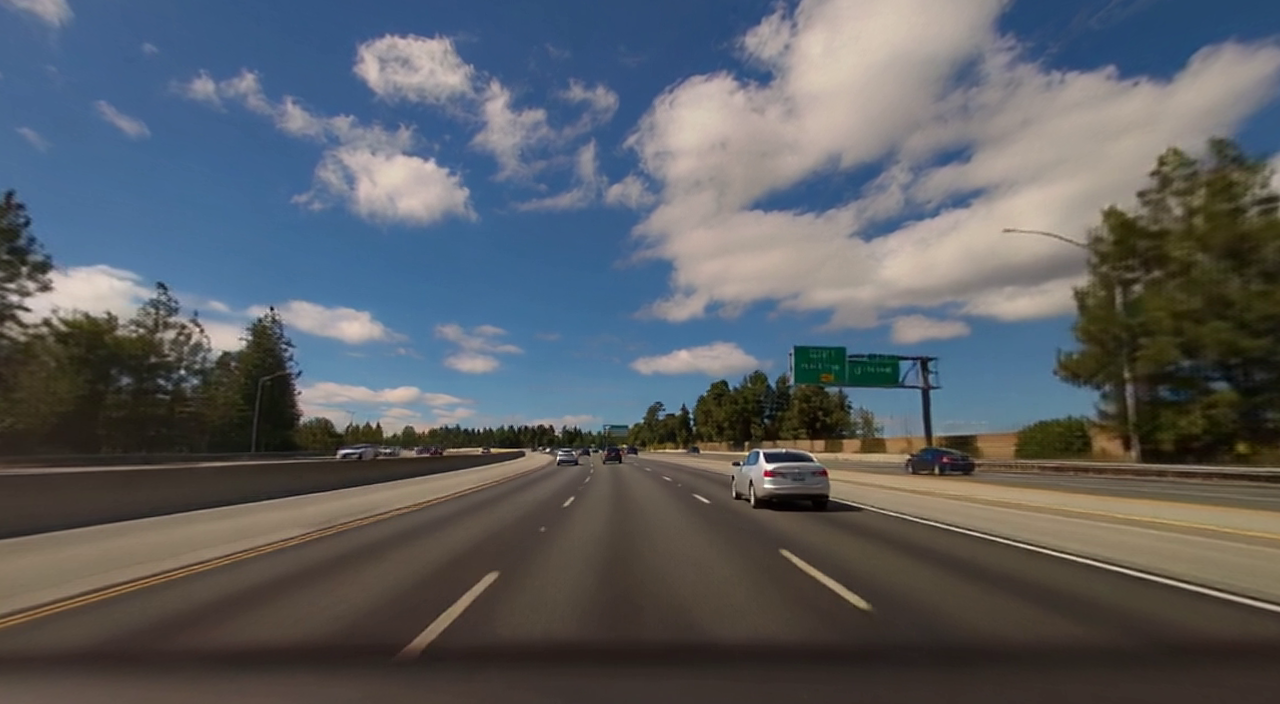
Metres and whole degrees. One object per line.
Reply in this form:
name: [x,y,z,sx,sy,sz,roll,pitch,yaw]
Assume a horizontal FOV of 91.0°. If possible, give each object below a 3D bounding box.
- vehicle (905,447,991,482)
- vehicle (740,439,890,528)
vehicle: [14.300,5.223,29.532,1.878,1.486,4.636,0,-9,3]
vehicle: [3.418,2.644,13.152,1.975,1.562,3.823,0,-9,-1]
